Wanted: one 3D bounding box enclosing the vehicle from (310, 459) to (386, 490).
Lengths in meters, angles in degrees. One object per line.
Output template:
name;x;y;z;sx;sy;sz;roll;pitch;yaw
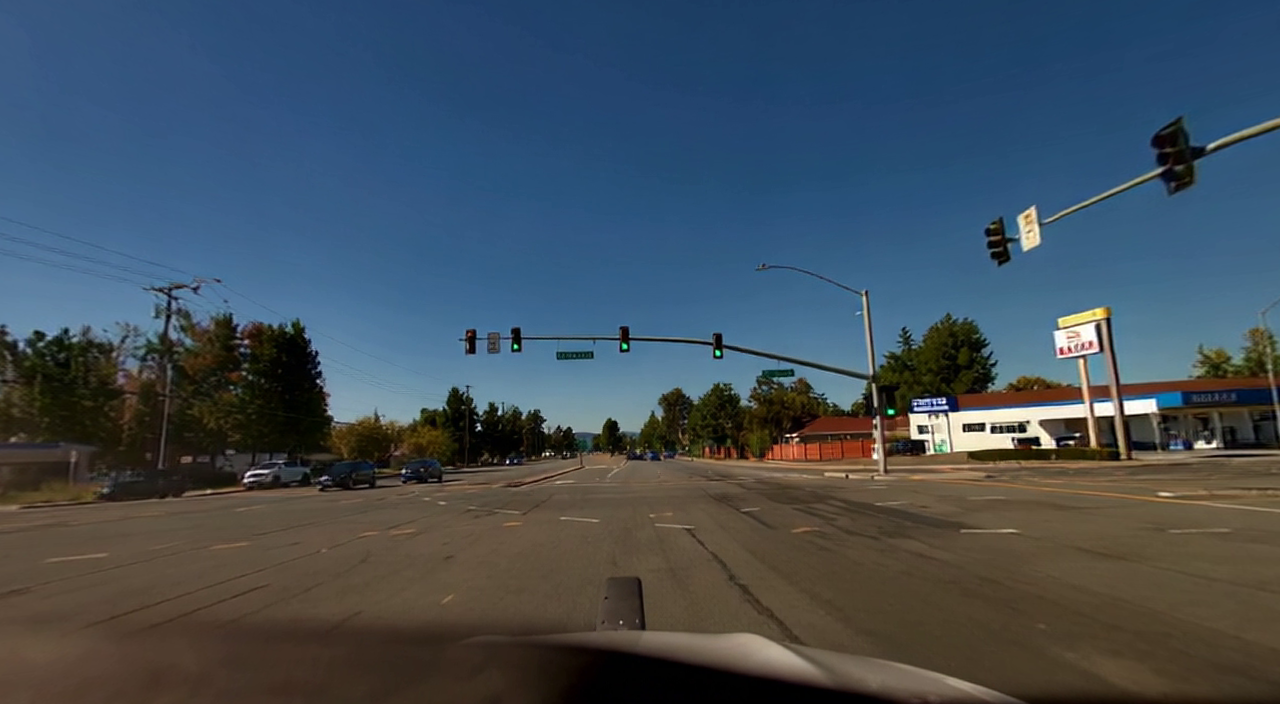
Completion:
vehicle;-15.325;6.447;33.403;1.920;1.434;4.328;0;-9;0

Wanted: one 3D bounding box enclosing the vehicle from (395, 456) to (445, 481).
vehicle;-15.445;8.200;44.608;2.053;1.598;4.336;0;-9;-1

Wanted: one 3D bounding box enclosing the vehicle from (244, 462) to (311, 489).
vehicle;-24.889;8.479;43.604;2.098;1.684;4.388;0;-9;-2

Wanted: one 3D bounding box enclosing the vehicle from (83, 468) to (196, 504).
vehicle;-24.590;6.580;31.313;1.895;1.483;4.790;0;-9;-3
